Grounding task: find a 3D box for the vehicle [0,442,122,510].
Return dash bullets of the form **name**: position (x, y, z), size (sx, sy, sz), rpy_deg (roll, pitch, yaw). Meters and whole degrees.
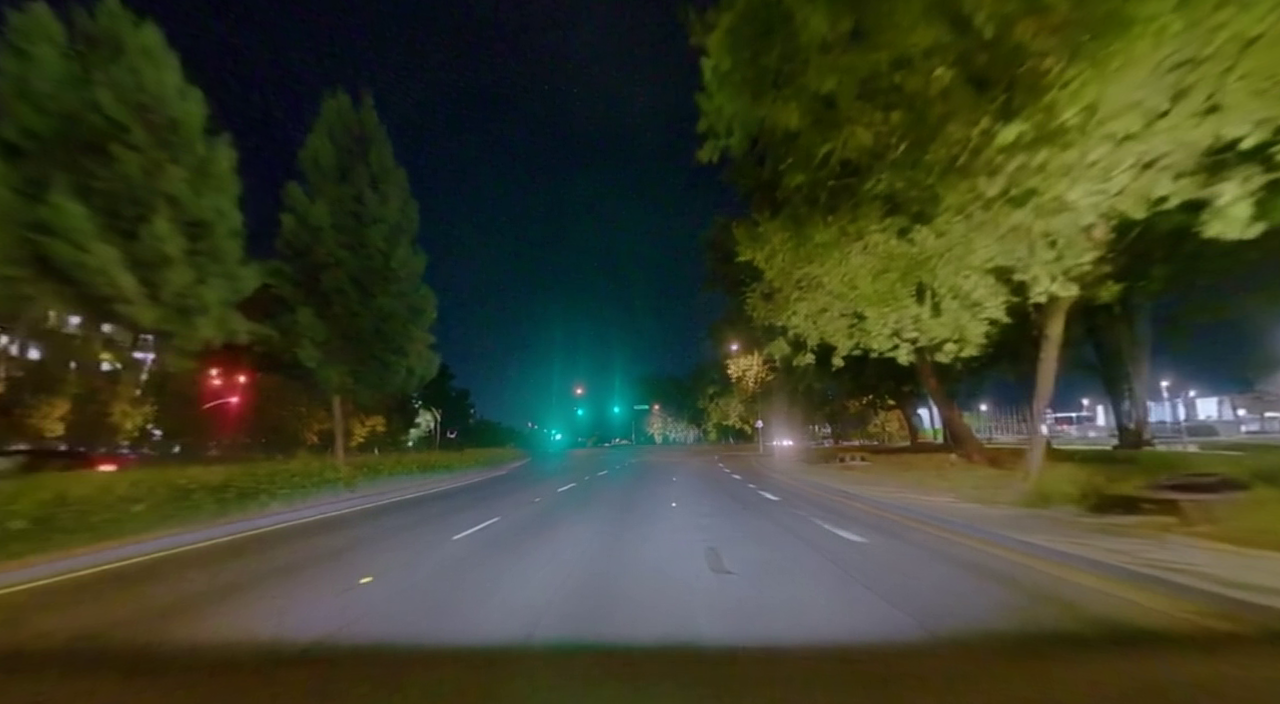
- **vehicle**: position (-15.264, 2.920, 15.053), size (1.842, 1.529, 4.356), rpy_deg (-1, -9, 7)
